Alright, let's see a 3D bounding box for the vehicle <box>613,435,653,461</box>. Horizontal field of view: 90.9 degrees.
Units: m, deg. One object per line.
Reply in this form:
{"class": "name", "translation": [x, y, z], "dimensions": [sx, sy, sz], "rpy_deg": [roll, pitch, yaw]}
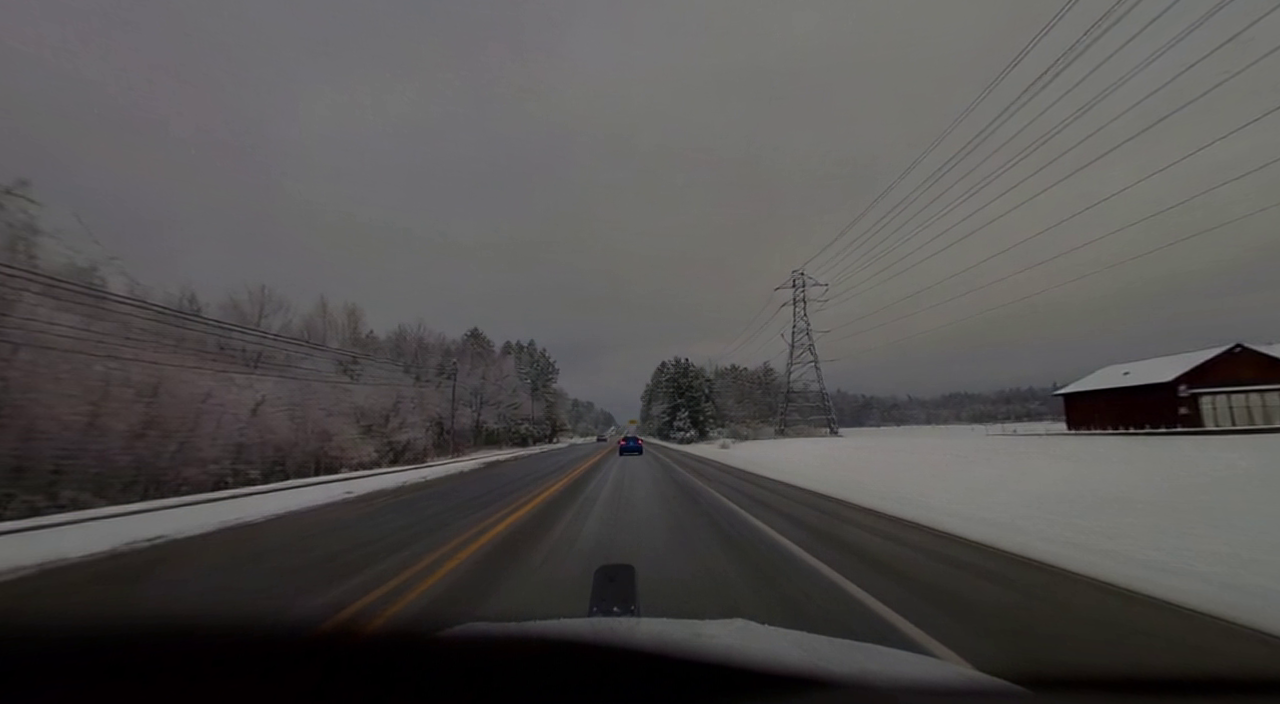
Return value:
{"class": "vehicle", "translation": [-0.433, 5.578, 36.803], "dimensions": [2.241, 1.471, 3.829], "rpy_deg": [0, -8, -2]}
